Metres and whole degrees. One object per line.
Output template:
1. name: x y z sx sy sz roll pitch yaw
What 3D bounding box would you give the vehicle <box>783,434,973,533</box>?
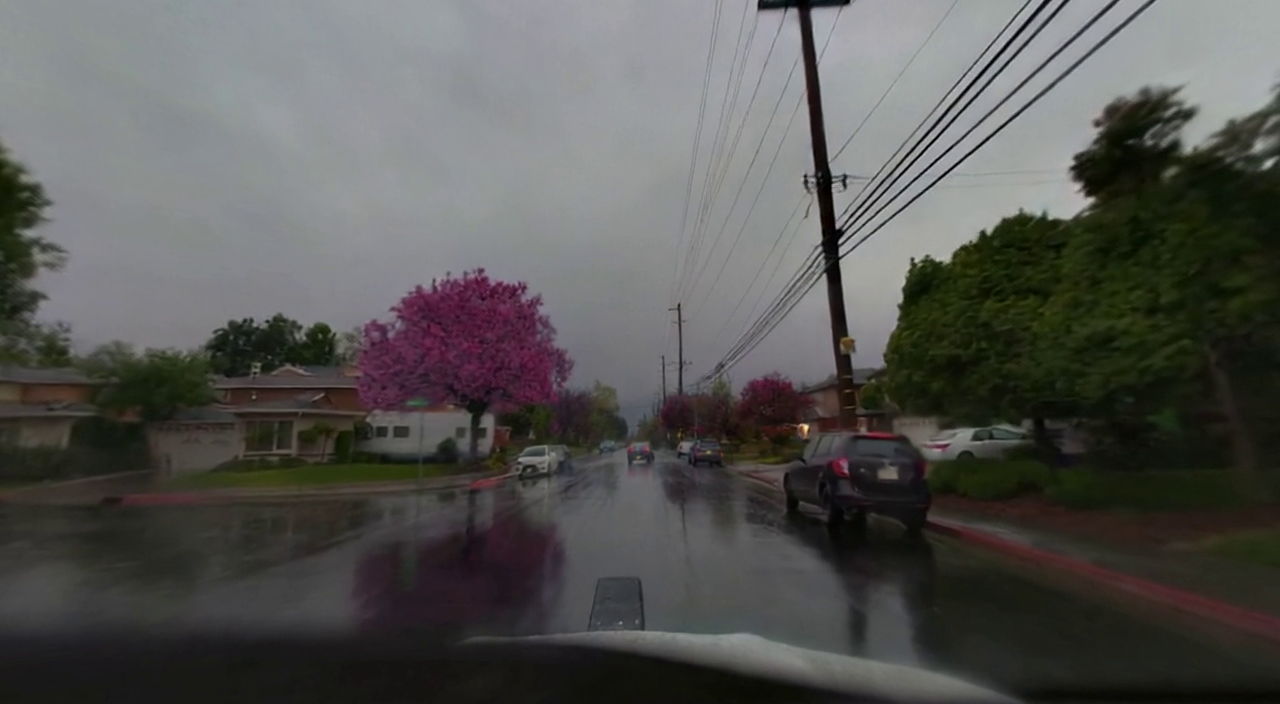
1. vehicle: 4.248 2.391 12.184 2.058 1.535 4.323 0 -8 1

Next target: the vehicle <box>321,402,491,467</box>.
1. vehicle: -12.913 4.656 35.423 8.239 3.354 2.902 1 -9 1

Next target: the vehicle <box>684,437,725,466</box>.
1. vehicle: 4.013 6.264 39.933 2.103 1.679 4.386 0 -8 0

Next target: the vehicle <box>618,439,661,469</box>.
1. vehicle: 0.050 5.385 33.510 2.075 1.449 4.526 0 -8 2

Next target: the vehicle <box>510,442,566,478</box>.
1. vehicle: -4.758 5.097 30.158 1.874 1.413 4.442 0 -6 1
